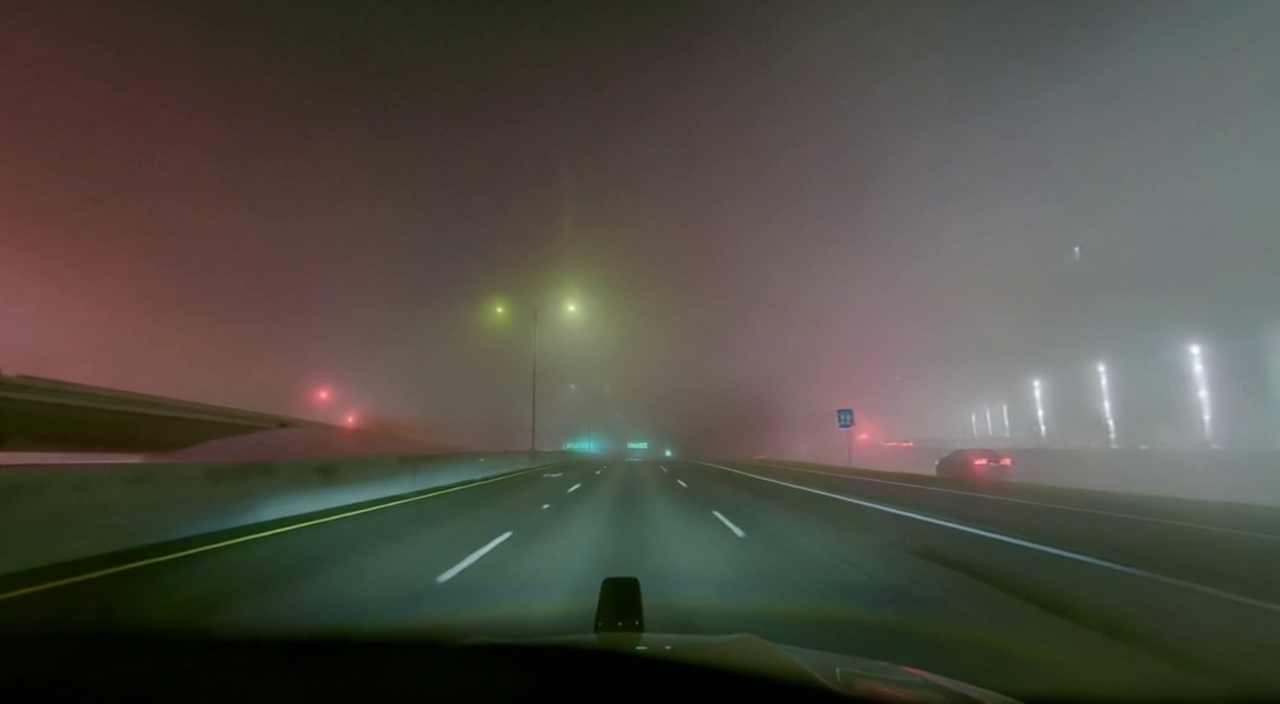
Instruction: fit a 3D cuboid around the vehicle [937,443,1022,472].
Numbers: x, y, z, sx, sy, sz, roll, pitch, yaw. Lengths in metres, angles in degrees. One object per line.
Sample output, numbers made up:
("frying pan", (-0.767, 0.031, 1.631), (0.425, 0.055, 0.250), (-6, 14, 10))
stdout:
("vehicle", (18.389, 5.700, 34.482), (2.059, 1.457, 4.537), (0, -8, -1))
